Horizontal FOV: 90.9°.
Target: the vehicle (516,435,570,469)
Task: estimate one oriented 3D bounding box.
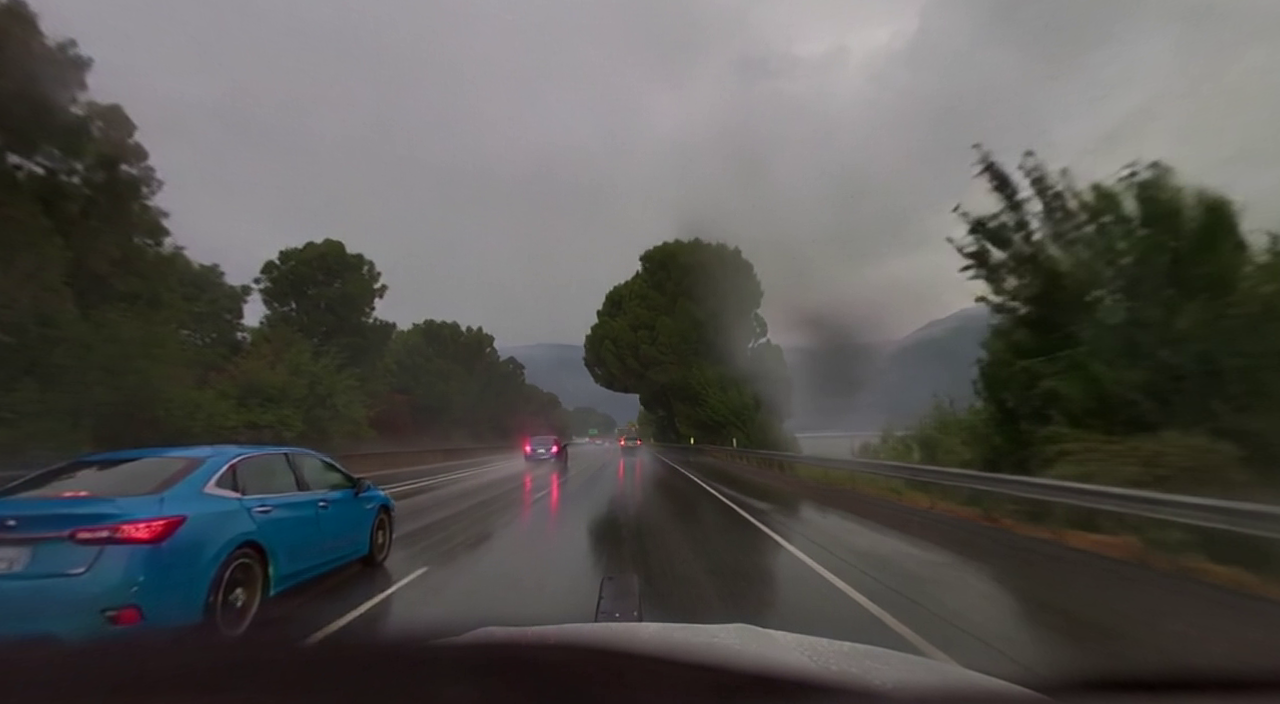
[{"bbox_3d":[-4.362,4.534,28.863,1.907,1.445,4.049,0,-8,-1],"label":"vehicle"}]

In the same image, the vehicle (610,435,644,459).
[{"bbox_3d":[-0.837,6.321,42.065,2.162,1.460,4.242,0,-8,0],"label":"vehicle"}]
